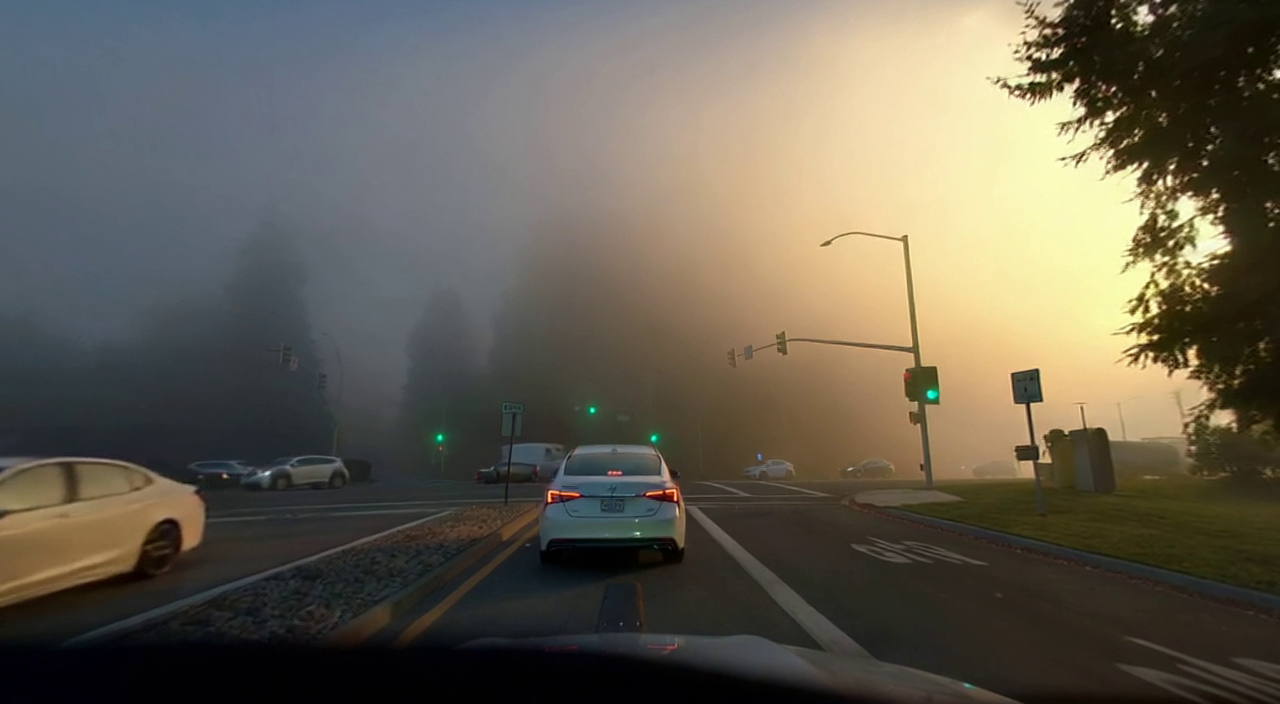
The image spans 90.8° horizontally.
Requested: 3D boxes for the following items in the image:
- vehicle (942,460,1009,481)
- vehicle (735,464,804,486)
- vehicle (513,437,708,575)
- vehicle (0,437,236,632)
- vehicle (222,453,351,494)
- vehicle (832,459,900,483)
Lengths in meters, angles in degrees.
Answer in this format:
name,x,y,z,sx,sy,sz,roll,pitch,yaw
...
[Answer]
name,x,y,z,sx,sy,sz,roll,pitch,yaw
vehicle,25.937,9.149,48.853,4.358,1.471,1.875,2,-9,-16
vehicle,9.046,8.581,44.147,4.254,1.359,1.895,2,-9,-16
vehicle,-0.367,1.996,9.069,2.112,1.479,4.264,0,-9,-1
vehicle,-6.198,1.582,5.868,2.078,1.534,4.646,1,-9,-4
vehicle,-18.533,6.359,33.263,5.500,2.012,2.201,-1,-9,5
vehicle,16.469,8.672,46.152,4.337,1.637,1.860,2,-9,-16
